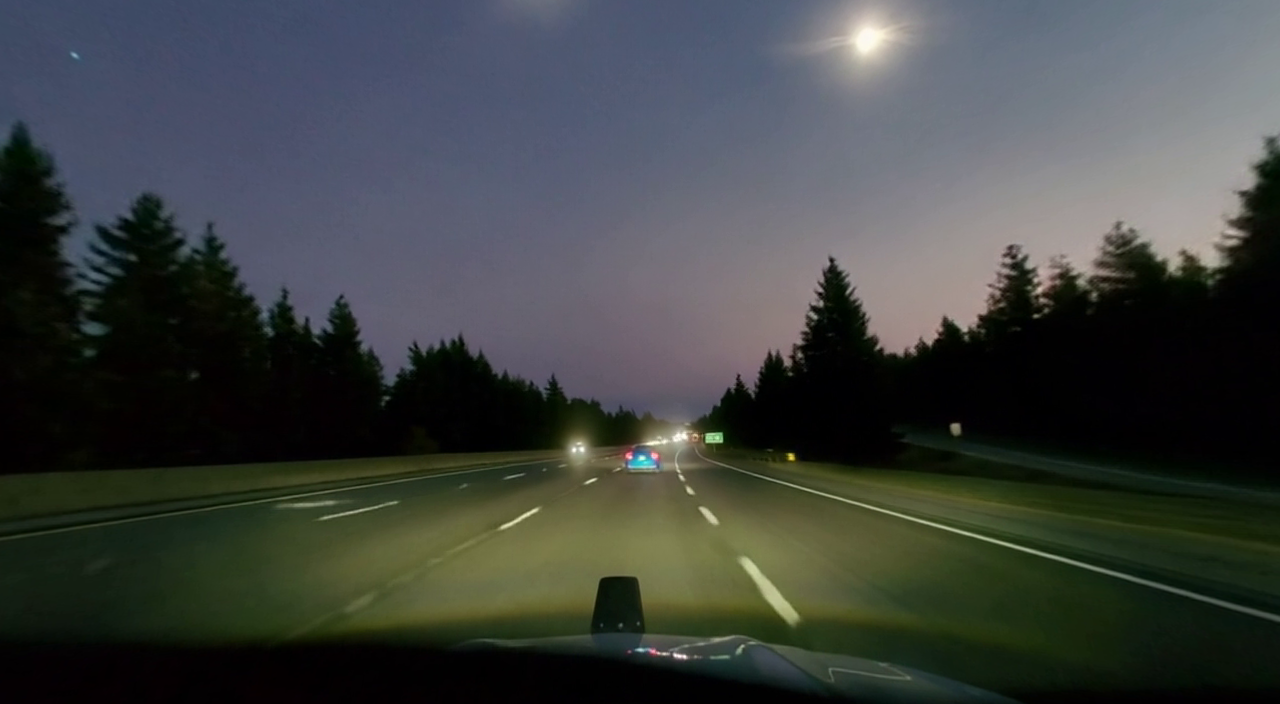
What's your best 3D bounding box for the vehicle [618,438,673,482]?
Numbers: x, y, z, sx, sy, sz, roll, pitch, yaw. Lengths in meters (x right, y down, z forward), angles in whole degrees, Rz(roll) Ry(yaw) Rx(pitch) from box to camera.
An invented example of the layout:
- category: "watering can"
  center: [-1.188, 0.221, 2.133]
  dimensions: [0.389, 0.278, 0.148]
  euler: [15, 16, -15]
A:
- category: "vehicle"
  center: [0.323, 4.549, 26.704]
  dimensions: [2.133, 1.686, 4.203]
  euler: [-1, -8, 3]
